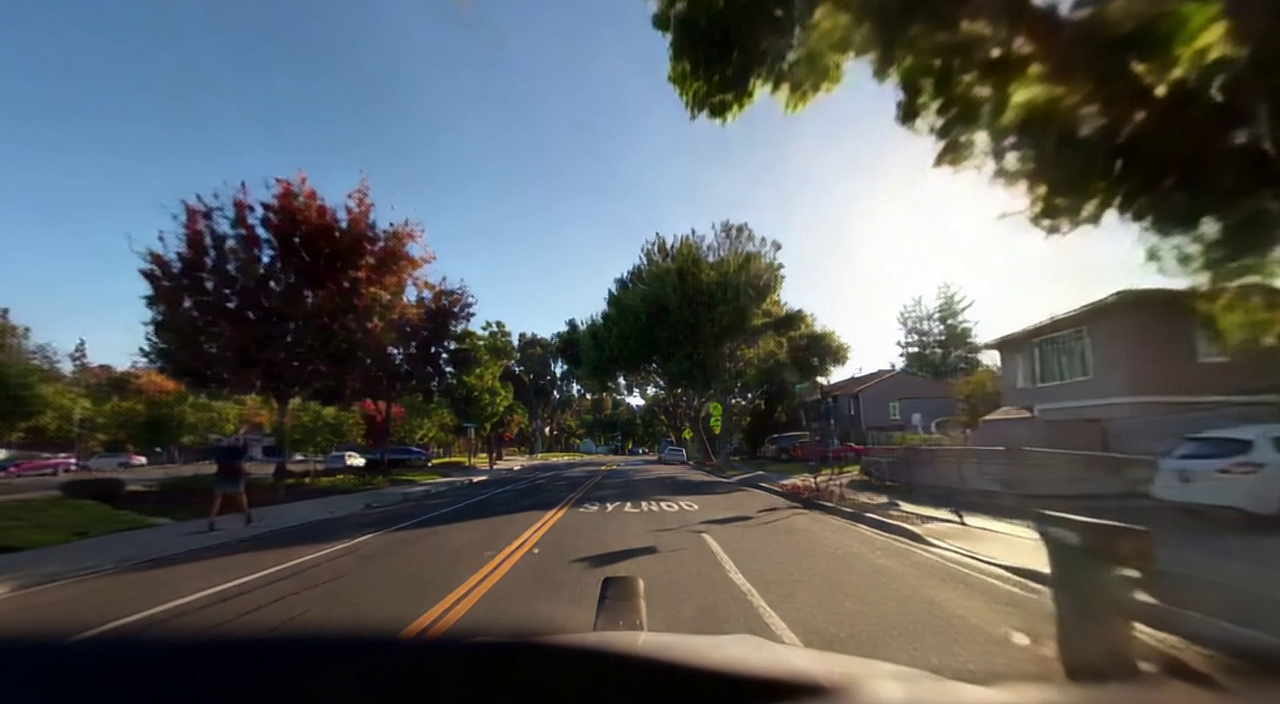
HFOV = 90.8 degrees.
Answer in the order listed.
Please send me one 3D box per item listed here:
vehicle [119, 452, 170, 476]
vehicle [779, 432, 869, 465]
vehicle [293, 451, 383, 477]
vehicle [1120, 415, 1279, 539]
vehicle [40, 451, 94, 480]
[{"bbox_3d":[-36.432,8.206,46.375,4.177,1.621,1.965,-7,-11,39],"label":"vehicle"},{"bbox_3d":[11.019,5.809,38.063,4.750,1.658,1.902,-3,-10,0],"label":"vehicle"},{"bbox_3d":[-19.203,7.091,40.272,4.691,1.483,1.955,8,-12,-44],"label":"vehicle"},{"bbox_3d":[9.985,1.625,9.068,4.544,1.496,1.916,-3,-9,-2],"label":"vehicle"},{"bbox_3d":[-35.996,7.088,39.635,4.938,1.720,1.926,-9,-12,42],"label":"vehicle"}]
